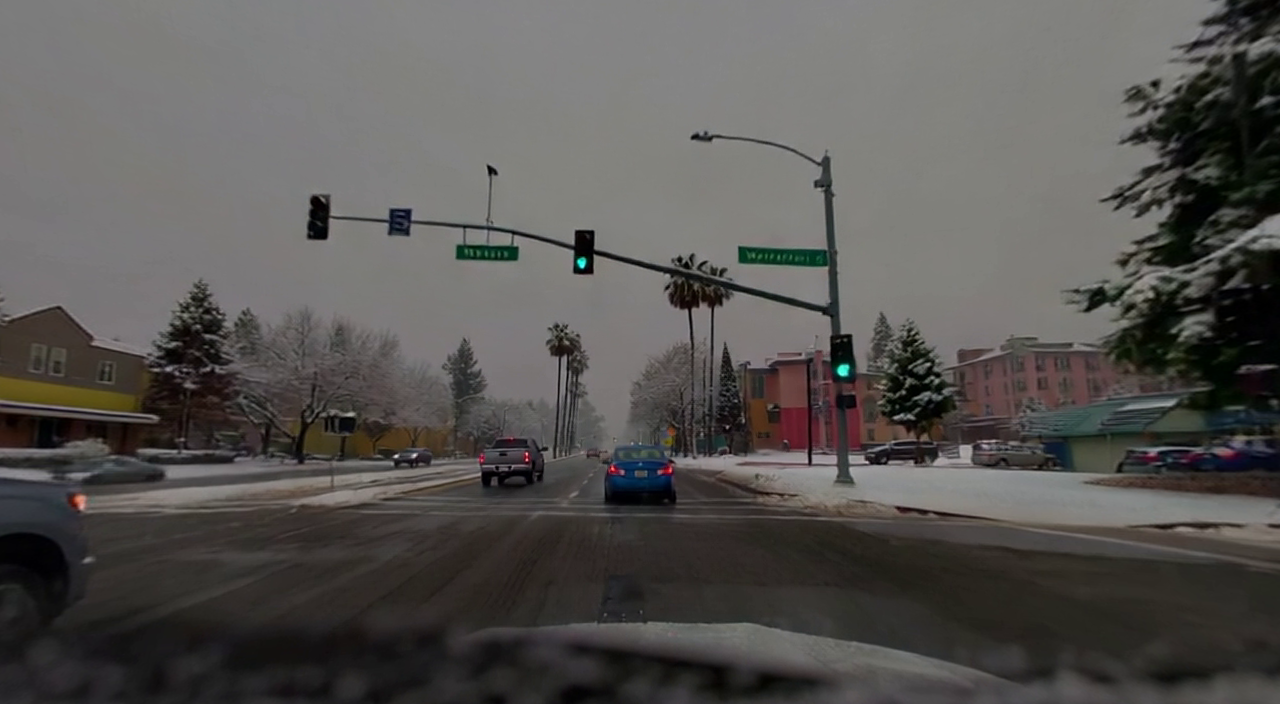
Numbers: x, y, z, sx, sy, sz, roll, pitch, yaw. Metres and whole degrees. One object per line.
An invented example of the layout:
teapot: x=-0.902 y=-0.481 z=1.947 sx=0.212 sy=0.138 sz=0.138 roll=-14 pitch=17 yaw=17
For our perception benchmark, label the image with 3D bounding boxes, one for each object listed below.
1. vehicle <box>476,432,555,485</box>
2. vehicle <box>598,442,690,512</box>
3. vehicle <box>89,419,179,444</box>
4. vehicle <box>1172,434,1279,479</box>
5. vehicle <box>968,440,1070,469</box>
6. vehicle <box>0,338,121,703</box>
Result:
vehicle: x=-5.306 y=4.628 z=27.805 sx=2.447 sy=2.062 sz=5.911 roll=0 pitch=-8 yaw=-2
vehicle: x=0.020 y=3.183 z=16.547 sx=2.122 sy=1.562 sz=4.152 roll=0 pitch=-8 yaw=-2
vehicle: x=-38.119 y=6.016 z=47.403 sx=4.923 sy=1.874 sz=2.063 roll=0 pitch=-8 yaw=-1
vehicle: x=23.719 y=4.015 z=24.237 sx=1.908 sy=1.626 sz=4.559 roll=8 pitch=-12 yaw=-44
vehicle: x=26.248 y=7.098 z=43.654 sx=5.602 sy=1.903 sz=2.128 roll=0 pitch=-8 yaw=1
vehicle: x=-4.313 y=0.539 z=0.821 sx=2.187 sy=1.904 sz=6.103 roll=0 pitch=-8 yaw=-2
